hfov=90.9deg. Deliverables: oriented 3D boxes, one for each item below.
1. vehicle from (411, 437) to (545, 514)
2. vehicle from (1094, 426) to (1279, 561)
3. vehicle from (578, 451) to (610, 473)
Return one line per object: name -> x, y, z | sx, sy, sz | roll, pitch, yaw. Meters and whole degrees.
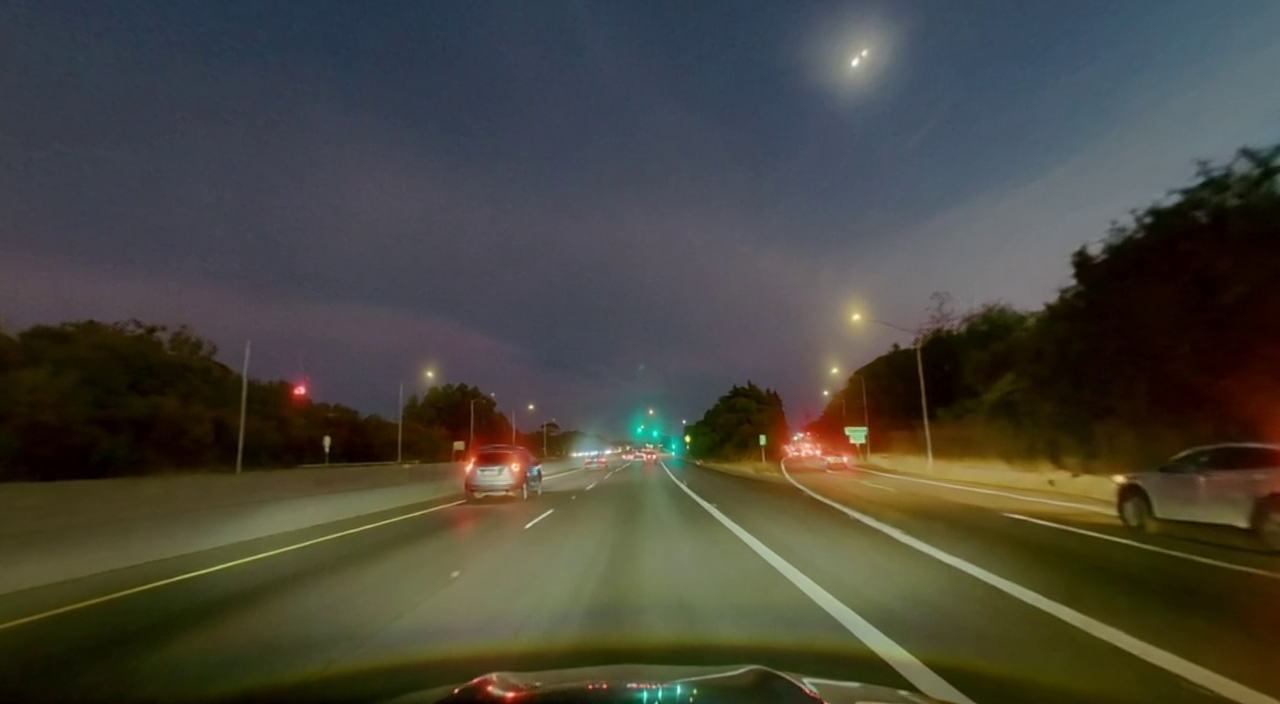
vehicle -> -3.911, 3.075, 16.156 | 2.263, 1.696, 4.321 | 0, -9, 0
vehicle -> 8.543, 1.797, 8.253 | 2.020, 1.548, 4.715 | -1, -9, 6
vehicle -> -3.403, 8.149, 46.902 | 1.997, 1.540, 3.906 | 0, -9, 1
